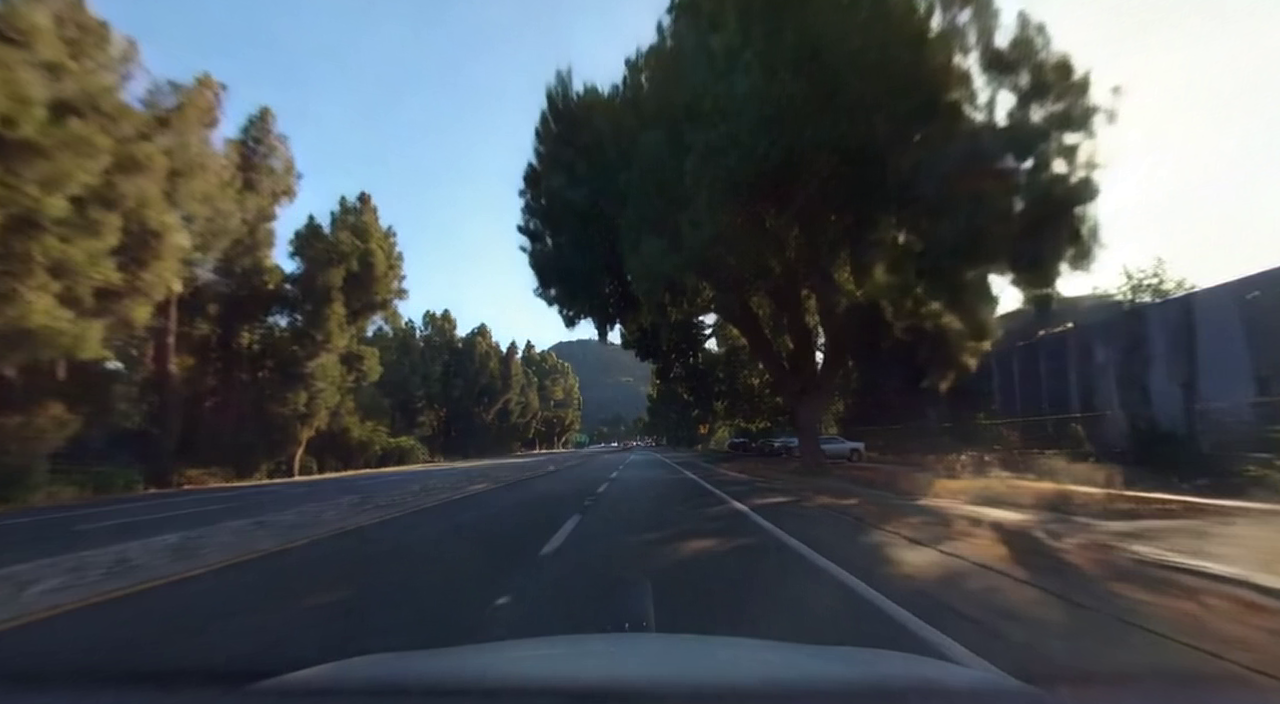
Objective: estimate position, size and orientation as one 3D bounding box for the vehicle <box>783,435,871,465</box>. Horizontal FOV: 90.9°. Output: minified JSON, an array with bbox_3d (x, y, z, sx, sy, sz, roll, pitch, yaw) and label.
[{"bbox_3d":[11.981,6.300,40.654,4.920,1.826,2.328,1,-8,0],"label":"vehicle"}]

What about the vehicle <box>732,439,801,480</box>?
[{"bbox_3d":[5.072,4.373,25.970,1.920,1.514,4.746,0,-8,1],"label":"vehicle"}]
